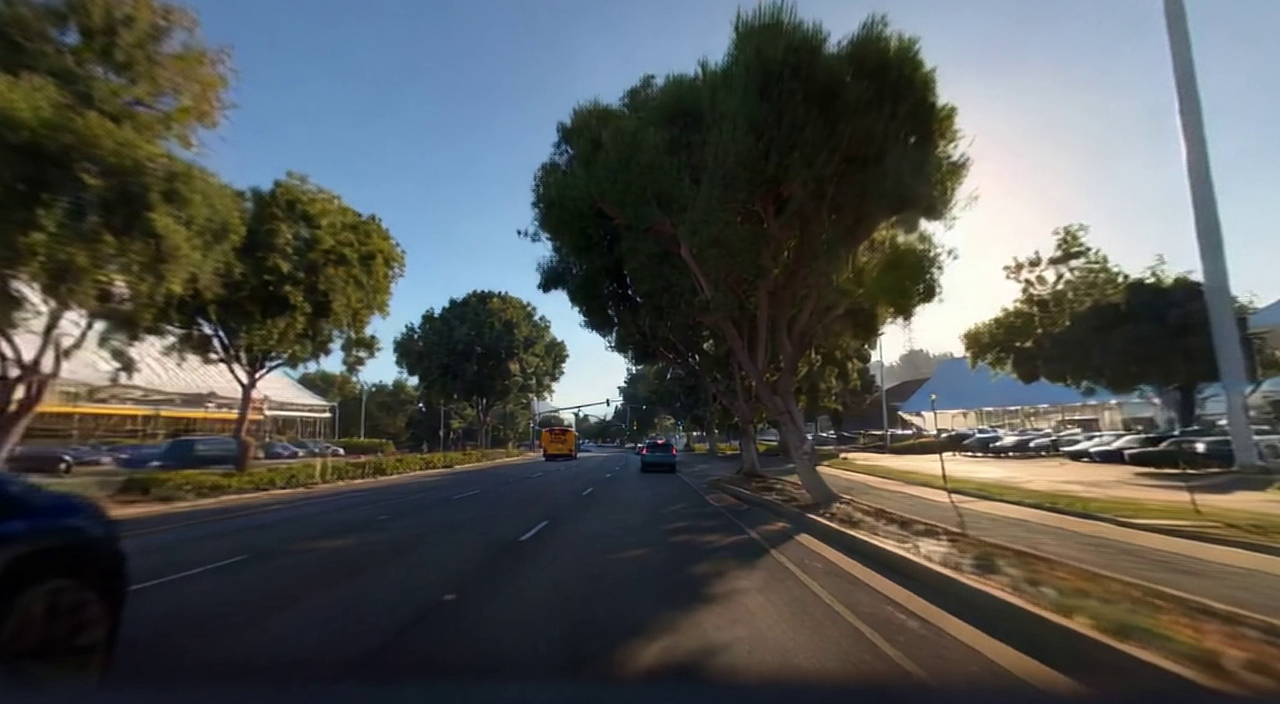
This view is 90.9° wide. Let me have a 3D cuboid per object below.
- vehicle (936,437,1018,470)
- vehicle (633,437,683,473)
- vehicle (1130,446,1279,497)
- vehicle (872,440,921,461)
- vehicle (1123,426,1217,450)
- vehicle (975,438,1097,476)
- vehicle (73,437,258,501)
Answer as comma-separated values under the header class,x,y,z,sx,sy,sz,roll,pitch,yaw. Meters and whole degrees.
class,x,y,z,sx,sy,sz,roll,pitch,yaw
vehicle,19.231,5.795,36.315,1.965,1.749,4.838,0,-9,-1
vehicle,0.764,4.702,28.988,2.123,1.498,4.226,0,-9,0
vehicle,18.826,3.811,20.618,1.849,1.466,4.831,-1,-9,3
vehicle,19.403,7.470,47.910,1.826,1.532,4.290,0,-9,-1
vehicle,33.404,5.467,39.842,4.215,1.462,1.883,0,-9,-1
vehicle,19.198,5.126,31.042,2.229,1.661,5.991,0,-9,1
vehicle,-14.363,3.538,19.531,2.126,1.742,4.517,0,-9,1
